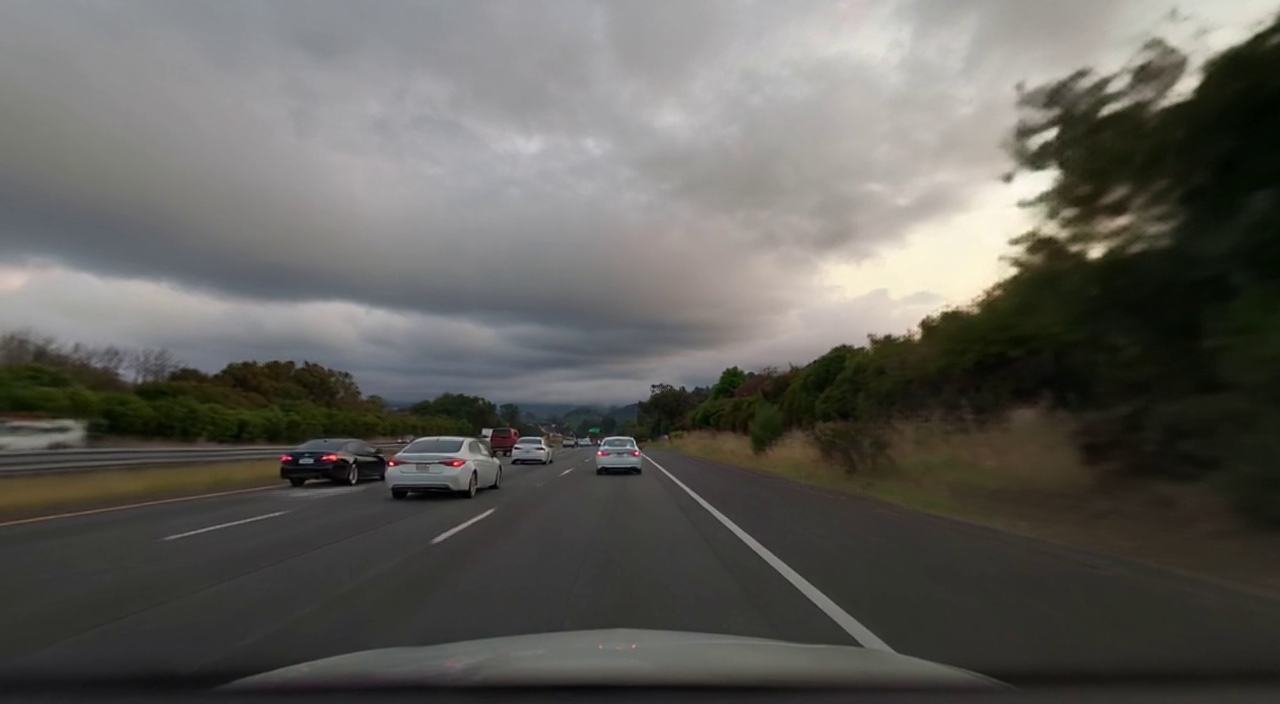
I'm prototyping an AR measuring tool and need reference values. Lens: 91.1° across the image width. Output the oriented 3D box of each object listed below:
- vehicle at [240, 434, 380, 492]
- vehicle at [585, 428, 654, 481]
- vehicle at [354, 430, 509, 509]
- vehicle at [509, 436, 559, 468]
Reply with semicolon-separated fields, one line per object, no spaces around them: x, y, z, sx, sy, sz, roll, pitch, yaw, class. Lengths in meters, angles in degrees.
-9.221;3.091;17.979;1.850;1.439;3.932;0;-8;0;vehicle
-0.681;3.500;21.852;2.178;1.658;3.916;0;-8;-1;vehicle
-4.392;2.505;14.076;1.971;1.464;4.386;0;-8;0;vehicle
-5.203;4.931;31.273;1.835;1.432;3.835;0;-8;0;vehicle
